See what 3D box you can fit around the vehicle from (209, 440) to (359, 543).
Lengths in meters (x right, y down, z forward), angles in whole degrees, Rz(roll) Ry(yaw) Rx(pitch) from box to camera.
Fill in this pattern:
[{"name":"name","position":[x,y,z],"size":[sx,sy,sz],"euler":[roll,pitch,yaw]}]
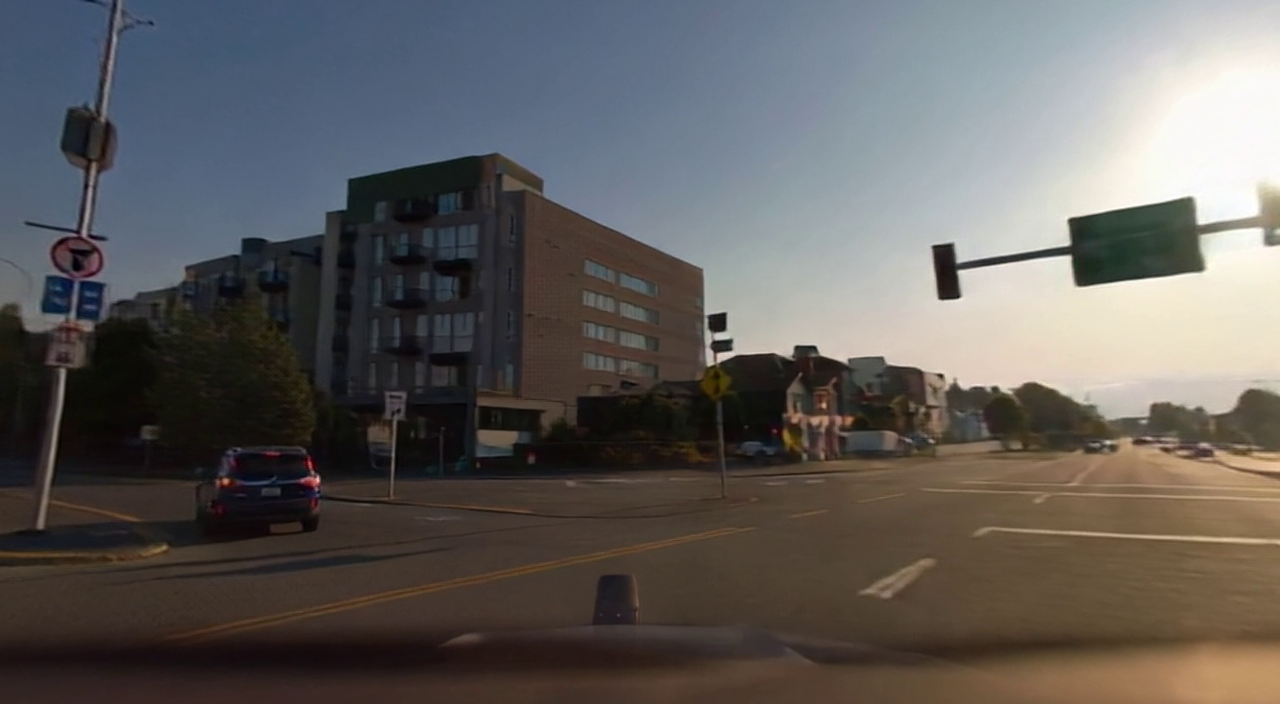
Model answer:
[{"name":"vehicle","position":[-6.668,2.443,11.634],"size":[2.014,1.525,3.670],"euler":[5,-10,-33]}]
